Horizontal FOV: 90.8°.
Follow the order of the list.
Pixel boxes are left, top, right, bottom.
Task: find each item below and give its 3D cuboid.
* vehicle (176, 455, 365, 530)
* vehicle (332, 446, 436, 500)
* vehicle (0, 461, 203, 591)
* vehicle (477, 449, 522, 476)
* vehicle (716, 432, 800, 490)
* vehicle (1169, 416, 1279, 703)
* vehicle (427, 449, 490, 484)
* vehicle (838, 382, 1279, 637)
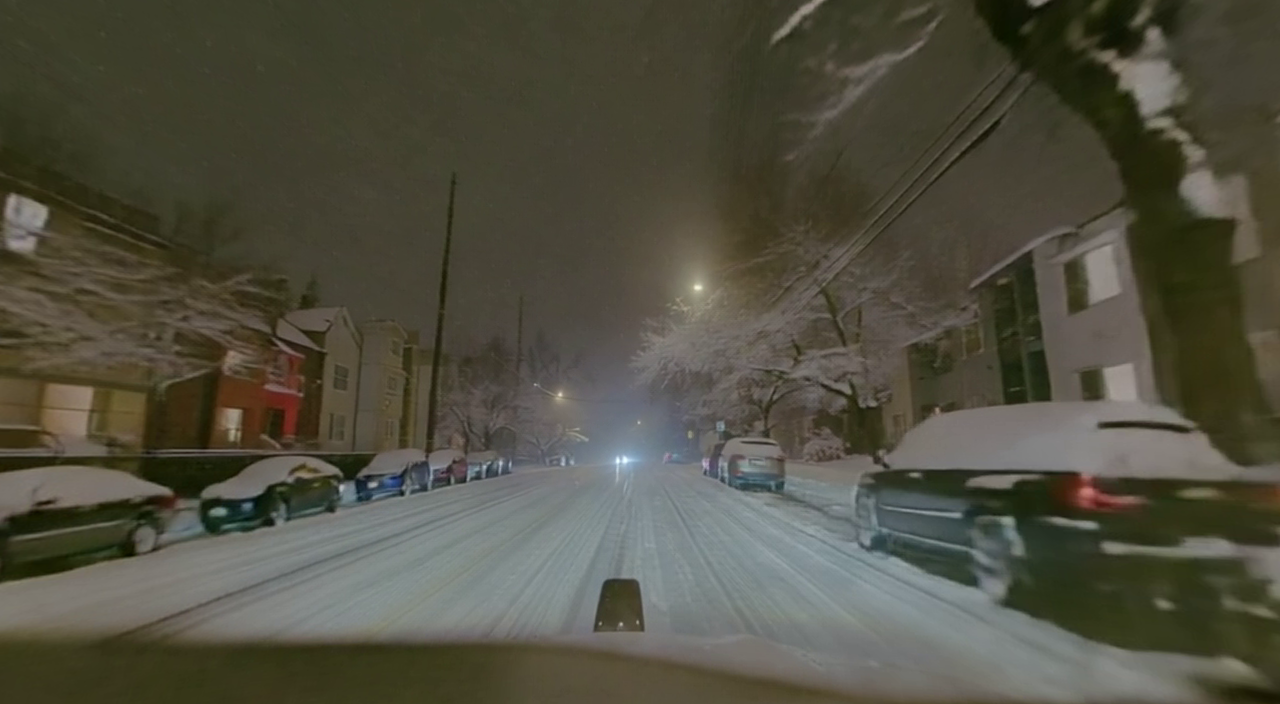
[{"bbox_3d":[-8.986,3.408,15.972,1.948,1.508,4.656,0,-8,1],"label":"vehicle"},{"bbox_3d":[-9.166,4.367,23.042,2.051,1.657,4.322,-3,-10,-1],"label":"vehicle"},{"bbox_3d":[-9.125,2.427,9.253,2.208,1.508,4.590,0,-8,-1],"label":"vehicle"},{"bbox_3d":[-9.071,7.101,41.027,2.000,1.495,4.687,-3,-8,-2],"label":"vehicle"},{"bbox_3d":[3.895,3.687,21.701,2.155,1.747,4.311,0,-8,2],"label":"vehicle"},{"bbox_3d":[4.012,0.822,1.395,1.875,1.495,4.242,0,-8,-2],"label":"vehicle"},{"bbox_3d":[-9.151,5.765,32.117,1.884,1.526,4.061,-5,-9,1],"label":"vehicle"},{"bbox_3d":[3.971,1.450,6.860,2.040,1.801,4.569,0,-8,-1],"label":"vehicle"}]
